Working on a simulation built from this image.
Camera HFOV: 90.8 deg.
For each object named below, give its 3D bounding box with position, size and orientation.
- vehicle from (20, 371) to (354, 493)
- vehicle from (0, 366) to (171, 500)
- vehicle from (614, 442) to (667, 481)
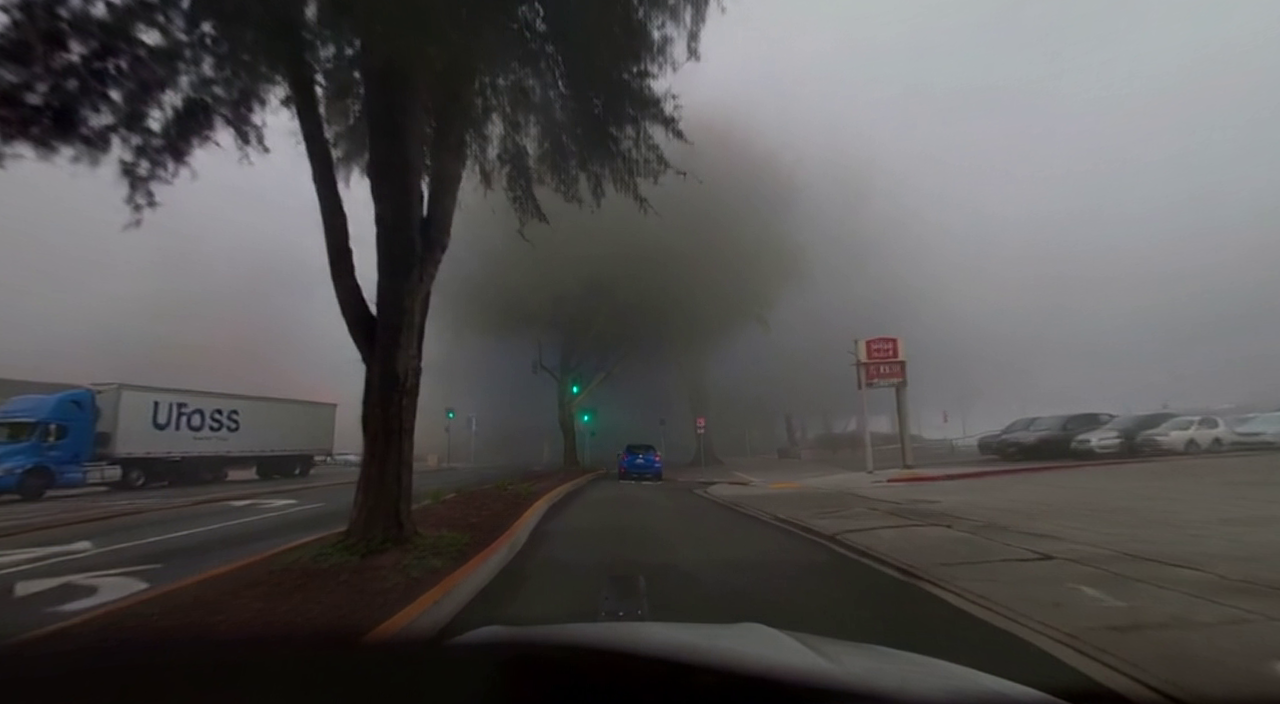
[{"bbox_3d":[-17.866,3.506,26.879,2.792,4.025,11.784,-3,-9,20],"label":"vehicle"},{"bbox_3d":[-19.980,2.719,20.961,3.045,3.961,6.104,-3,-9,18],"label":"vehicle"},{"bbox_3d":[0.090,4.432,25.851,2.006,1.470,3.799,0,-8,2],"label":"vehicle"}]
